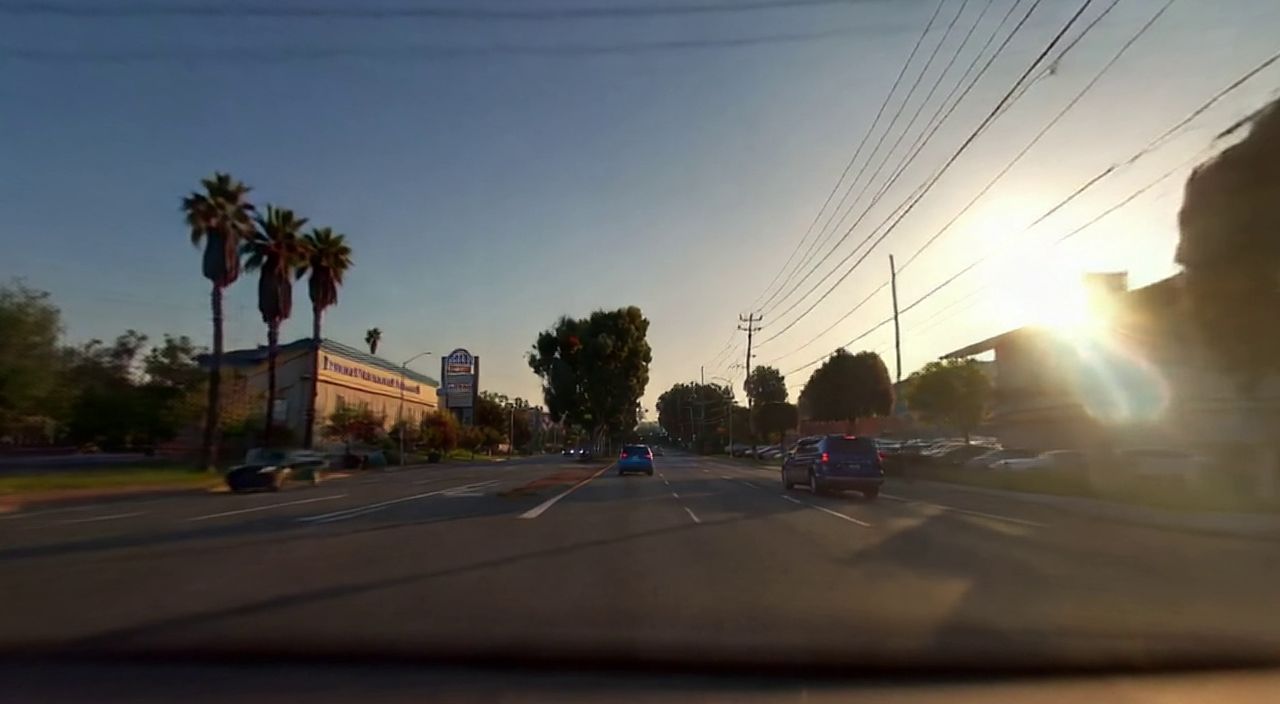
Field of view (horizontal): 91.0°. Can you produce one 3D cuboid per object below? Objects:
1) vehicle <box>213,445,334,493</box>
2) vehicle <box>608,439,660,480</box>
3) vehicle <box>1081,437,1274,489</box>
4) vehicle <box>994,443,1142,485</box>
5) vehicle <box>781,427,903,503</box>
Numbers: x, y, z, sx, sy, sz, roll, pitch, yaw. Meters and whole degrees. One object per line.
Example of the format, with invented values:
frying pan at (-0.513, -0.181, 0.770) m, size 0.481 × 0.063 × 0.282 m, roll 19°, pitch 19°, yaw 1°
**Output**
vehicle at (-14.172, 4.504, 24.710) m, size 1.997 × 1.641 × 4.528 m, roll 0°, pitch -8°, yaw 0°
vehicle at (-0.261, 4.710, 27.955) m, size 2.138 × 1.672 × 4.168 m, roll 0°, pitch -8°, yaw 0°
vehicle at (17.900, 3.685, 21.172) m, size 4.490 × 1.604 × 2.089 m, roll 0°, pitch -8°, yaw 2°
vehicle at (17.759, 4.652, 26.308) m, size 4.605 × 1.459 × 1.968 m, roll -3°, pitch -9°, yaw 4°
vehicle at (5.765, 3.261, 18.662) m, size 2.107 × 1.928 × 4.471 m, roll 0°, pitch -8°, yaw 0°
